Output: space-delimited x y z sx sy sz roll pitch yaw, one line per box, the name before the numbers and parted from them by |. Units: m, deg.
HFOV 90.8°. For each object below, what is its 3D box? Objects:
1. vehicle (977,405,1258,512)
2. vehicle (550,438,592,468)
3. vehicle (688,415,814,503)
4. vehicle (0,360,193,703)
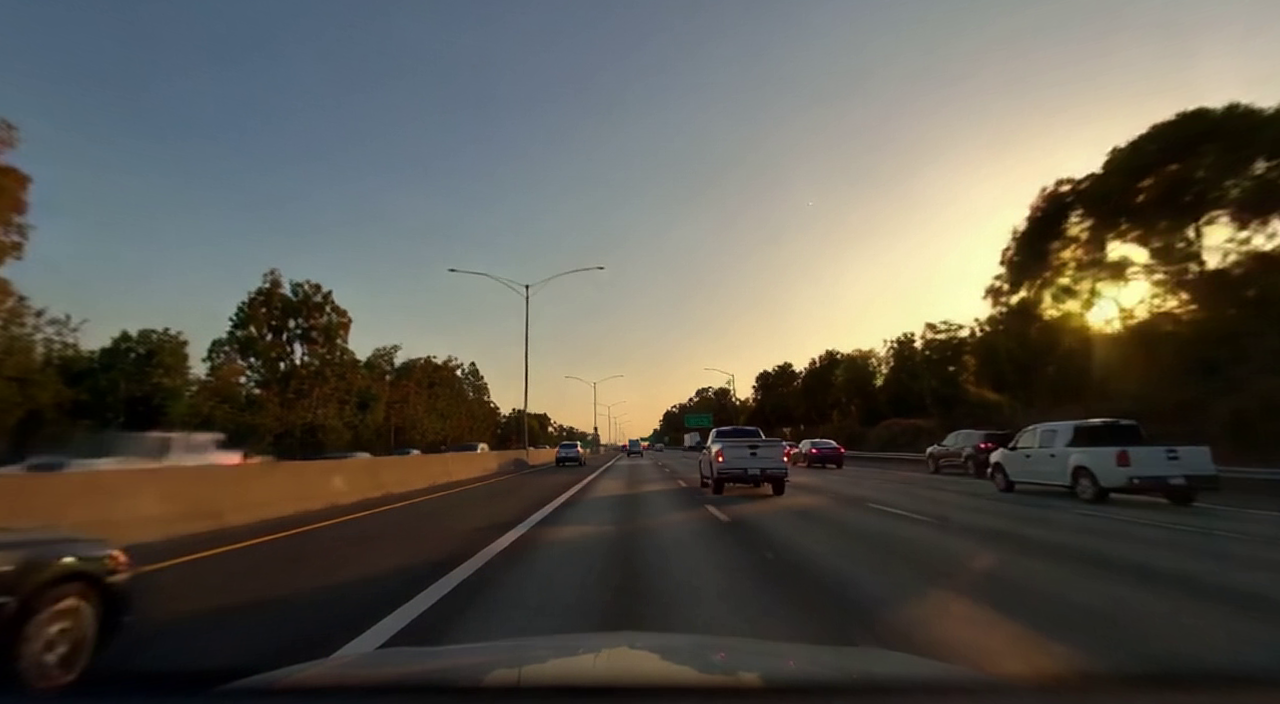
vehicle | 9.854 2.267 13.820 2.046 1.873 5.131 0 -8 -1
vehicle | -3.975 5.887 36.895 1.992 1.651 4.185 0 -8 0
vehicle | 2.628 2.737 16.580 2.200 1.870 5.649 0 -8 -1
vehicle | -3.524 0.689 1.225 2.119 1.654 4.353 0 -8 0
